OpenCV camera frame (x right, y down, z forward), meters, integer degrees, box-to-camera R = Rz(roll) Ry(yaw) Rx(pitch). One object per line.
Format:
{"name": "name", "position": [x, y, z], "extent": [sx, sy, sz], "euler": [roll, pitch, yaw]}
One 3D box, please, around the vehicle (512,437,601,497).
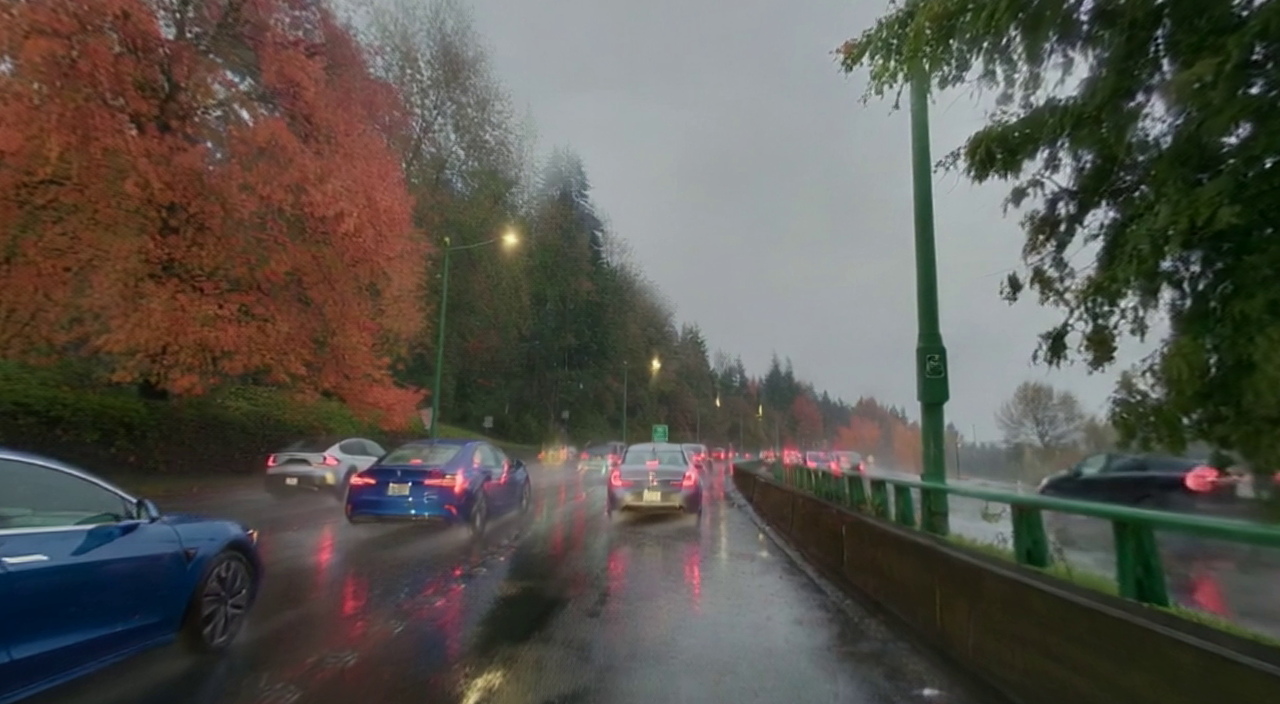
{"name": "vehicle", "position": [-2.432, 3.495, 19.521], "extent": [1.930, 1.635, 4.260], "euler": [0, -9, 3]}

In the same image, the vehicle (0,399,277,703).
{"name": "vehicle", "position": [-3.488, 0.881, 2.103], "extent": [1.921, 1.503, 4.317], "euler": [0, -9, 1]}

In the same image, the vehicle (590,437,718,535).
{"name": "vehicle", "position": [0.312, 2.439, 12.146], "extent": [2.015, 1.506, 4.276], "euler": [0, -9, 2]}

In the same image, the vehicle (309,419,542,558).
{"name": "vehicle", "position": [-2.988, 2.010, 10.024], "extent": [1.979, 1.663, 4.513], "euler": [0, -9, 2]}

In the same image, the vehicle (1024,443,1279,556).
{"name": "vehicle", "position": [10.175, 2.737, 12.551], "extent": [2.121, 1.777, 4.755], "euler": [0, -9, 2]}
